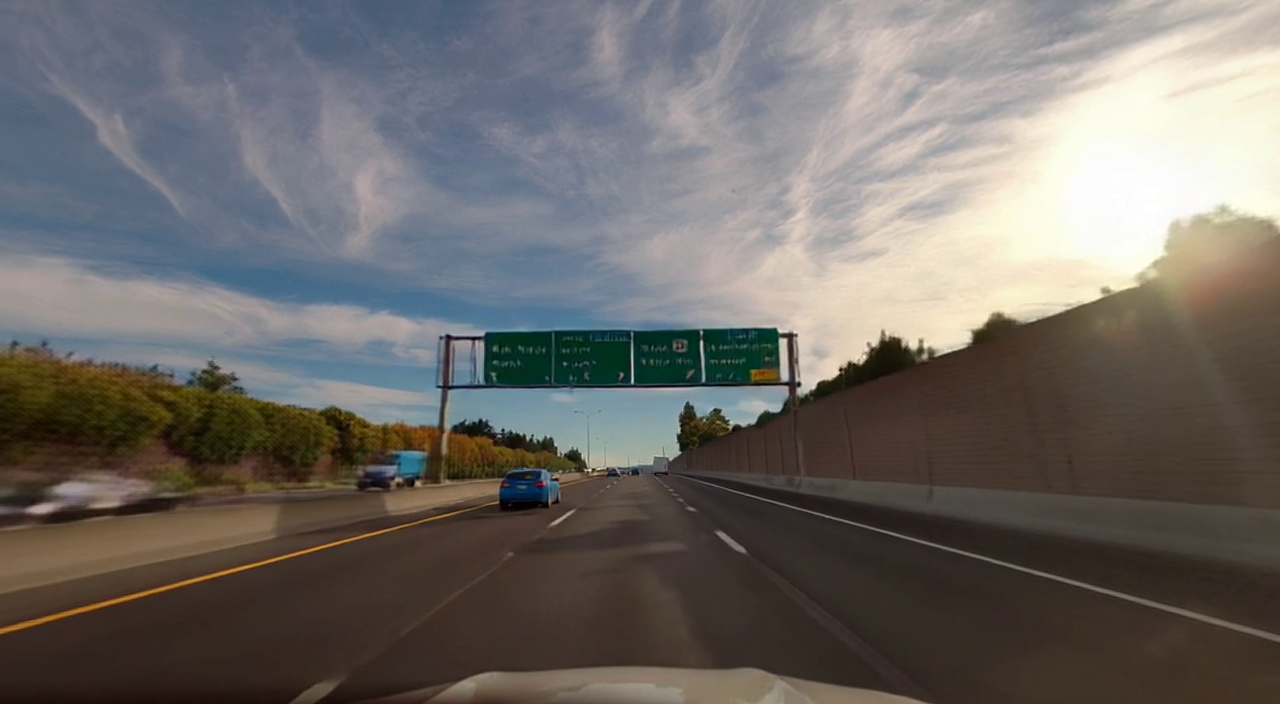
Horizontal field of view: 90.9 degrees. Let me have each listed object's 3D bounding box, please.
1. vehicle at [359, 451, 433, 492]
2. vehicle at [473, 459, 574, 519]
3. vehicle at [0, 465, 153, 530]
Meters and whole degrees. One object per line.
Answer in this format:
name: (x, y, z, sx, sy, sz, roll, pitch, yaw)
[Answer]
vehicle: (-15.760, 7.810, 41.160, 2.499, 2.435, 5.574, 1, -10, 0)
vehicle: (-3.231, 3.939, 18.453, 2.045, 1.487, 4.582, 1, -10, 0)
vehicle: (-14.314, 3.370, 14.948, 1.848, 1.321, 4.499, 1, -10, 1)
